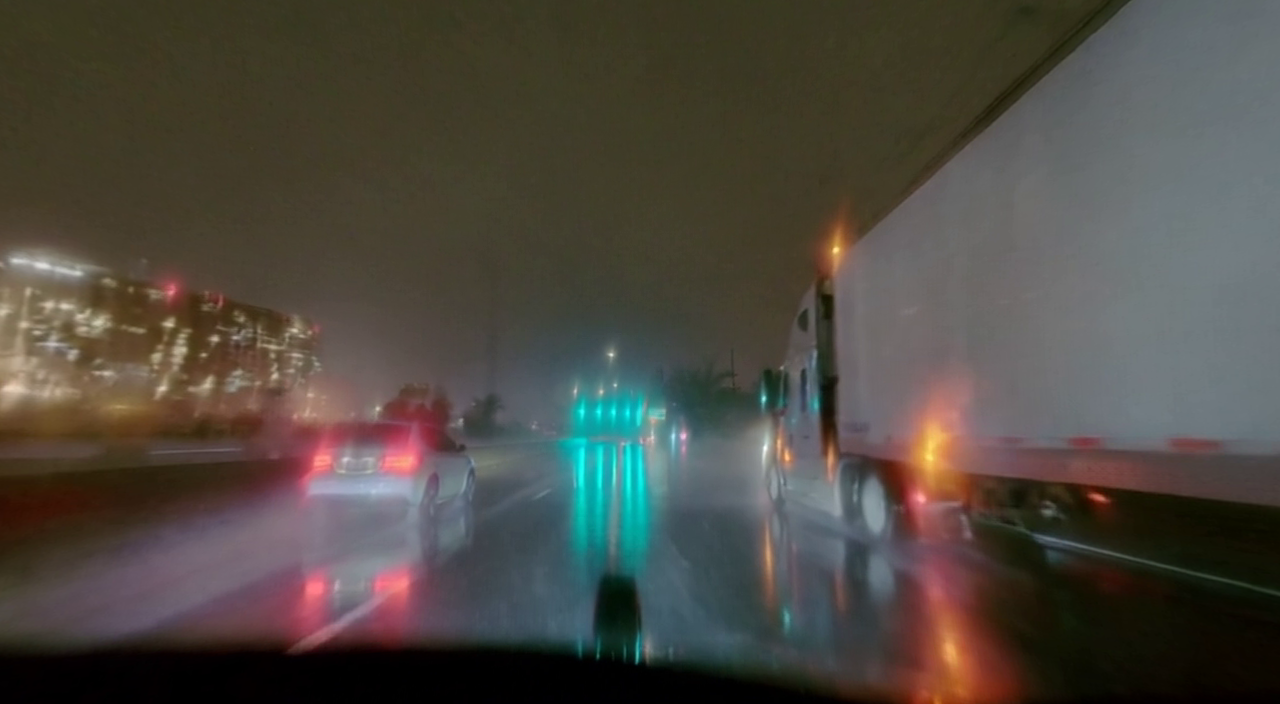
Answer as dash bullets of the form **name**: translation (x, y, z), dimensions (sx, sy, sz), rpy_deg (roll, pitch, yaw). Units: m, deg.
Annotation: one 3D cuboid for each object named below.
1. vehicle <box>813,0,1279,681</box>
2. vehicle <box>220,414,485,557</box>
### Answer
- **vehicle**: translation (3.872, -0.291, 5.090), dimensions (2.945, 3.778, 6.405), rpy_deg (0, -7, -1)
- **vehicle**: translation (-3.933, 1.881, 9.683), dimensions (2.063, 1.661, 4.439), rpy_deg (0, -8, -2)
